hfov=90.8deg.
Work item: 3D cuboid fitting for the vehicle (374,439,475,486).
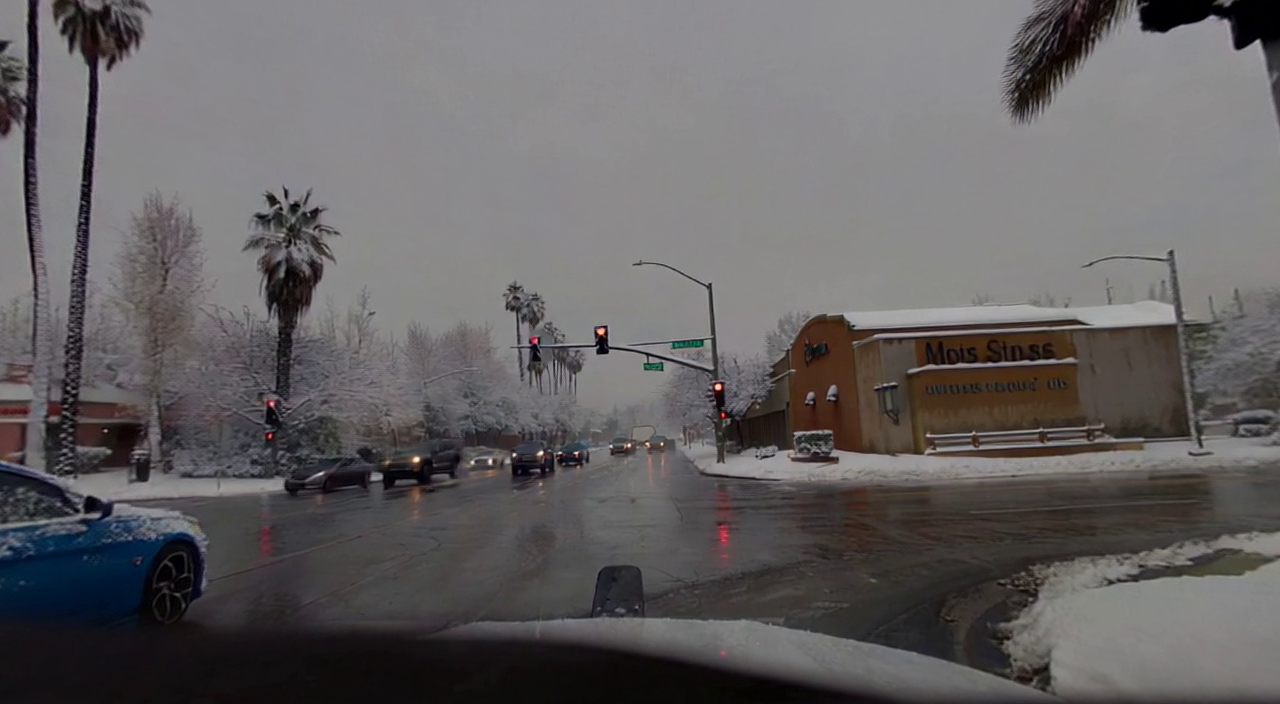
[{"bbox_3d":[-9.359,4.837,28.031,2.152,1.825,5.406,-1,-9,5],"label":"vehicle"}]

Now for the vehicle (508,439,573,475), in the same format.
[{"bbox_3d":[-5.069,5.458,32.897,2.092,1.709,4.775,-1,-9,6],"label":"vehicle"}]

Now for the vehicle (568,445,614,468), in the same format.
[{"bbox_3d":[-3.301,7.185,43.675,1.839,1.468,4.549,-2,-9,13],"label":"vehicle"}]

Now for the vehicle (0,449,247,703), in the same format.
[{"bbox_3d":[-3.707,1.018,2.257,1.850,1.325,4.295,0,-9,0],"label":"vehicle"}]

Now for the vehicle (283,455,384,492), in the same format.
[{"bbox_3d":[-13.144,5.216,27.471,1.880,1.440,4.418,-1,-9,5],"label":"vehicle"}]
